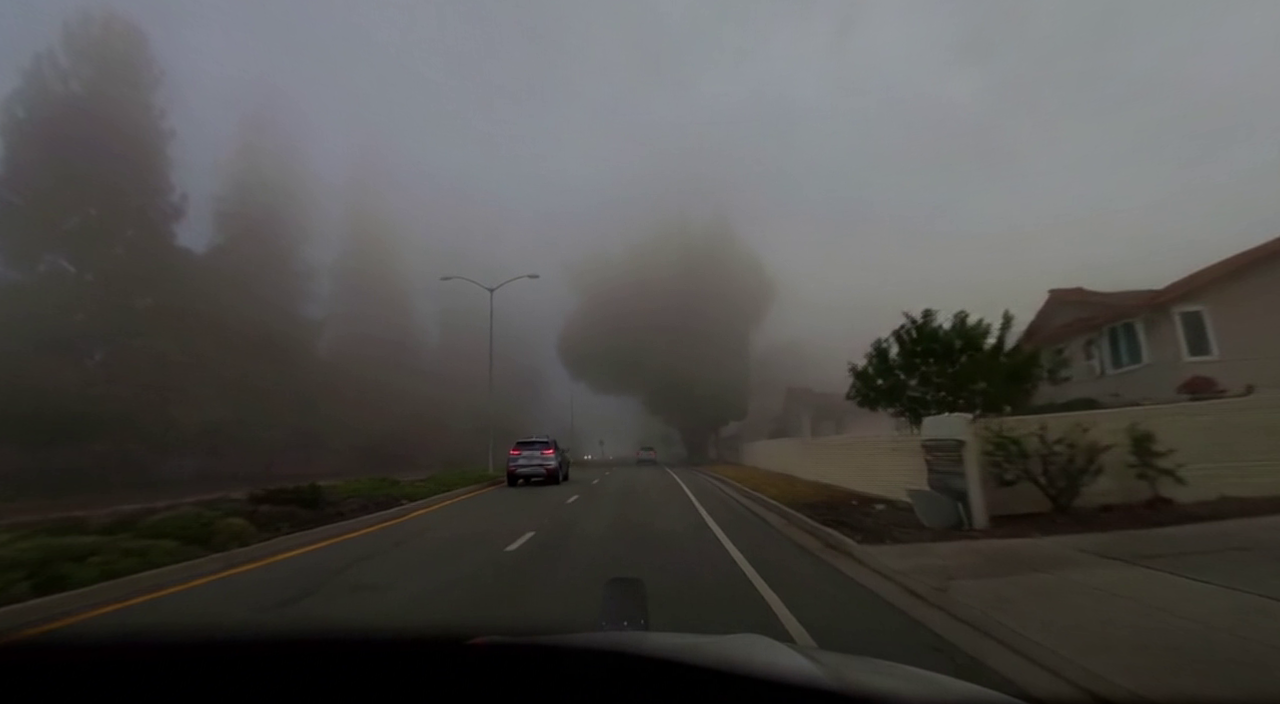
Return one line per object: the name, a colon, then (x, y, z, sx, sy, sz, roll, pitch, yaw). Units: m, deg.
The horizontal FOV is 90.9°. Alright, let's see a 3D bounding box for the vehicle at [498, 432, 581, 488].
vehicle: (-3.396, 3.736, 22.158, 2.073, 1.770, 4.302, 0, -8, 2)
